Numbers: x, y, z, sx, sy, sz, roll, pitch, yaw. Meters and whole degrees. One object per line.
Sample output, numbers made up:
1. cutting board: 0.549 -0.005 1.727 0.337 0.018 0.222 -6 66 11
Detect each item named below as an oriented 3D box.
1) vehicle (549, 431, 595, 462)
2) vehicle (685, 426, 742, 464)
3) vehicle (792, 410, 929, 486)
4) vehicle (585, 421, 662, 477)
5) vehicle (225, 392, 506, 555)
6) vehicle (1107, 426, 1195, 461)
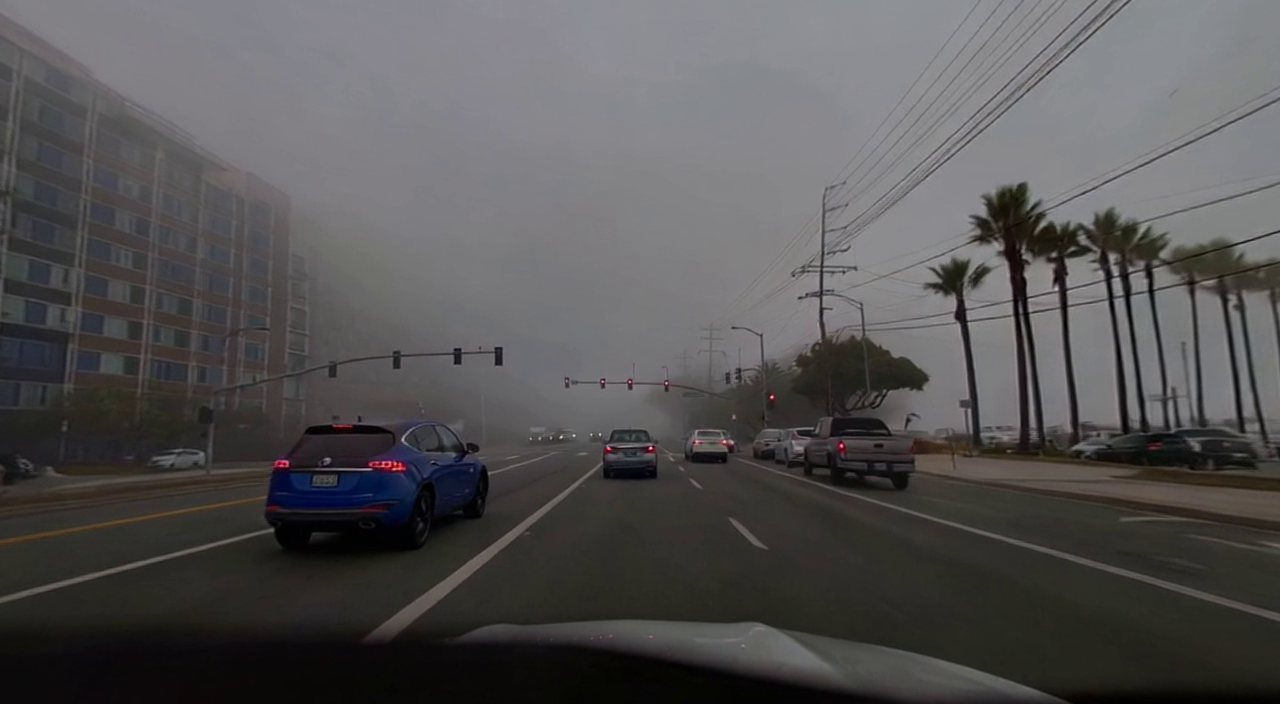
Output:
1. vehicle: -3.457 4.927 32.818 1.973 1.504 3.895 0 -8 0
2. vehicle: 3.204 4.149 28.195 1.975 1.598 4.025 0 -8 -1
3. vehicle: 6.418 2.903 19.231 2.130 1.979 5.310 0 -8 -1
4. vehicle: -0.548 3.262 21.312 2.302 1.681 4.217 0 -8 -1
5. vehicle: -3.495 1.665 9.237 2.136 1.779 4.417 0 -8 0
6. vehicle: 23.942 4.324 29.824 2.020 1.501 4.732 -4 -9 24
